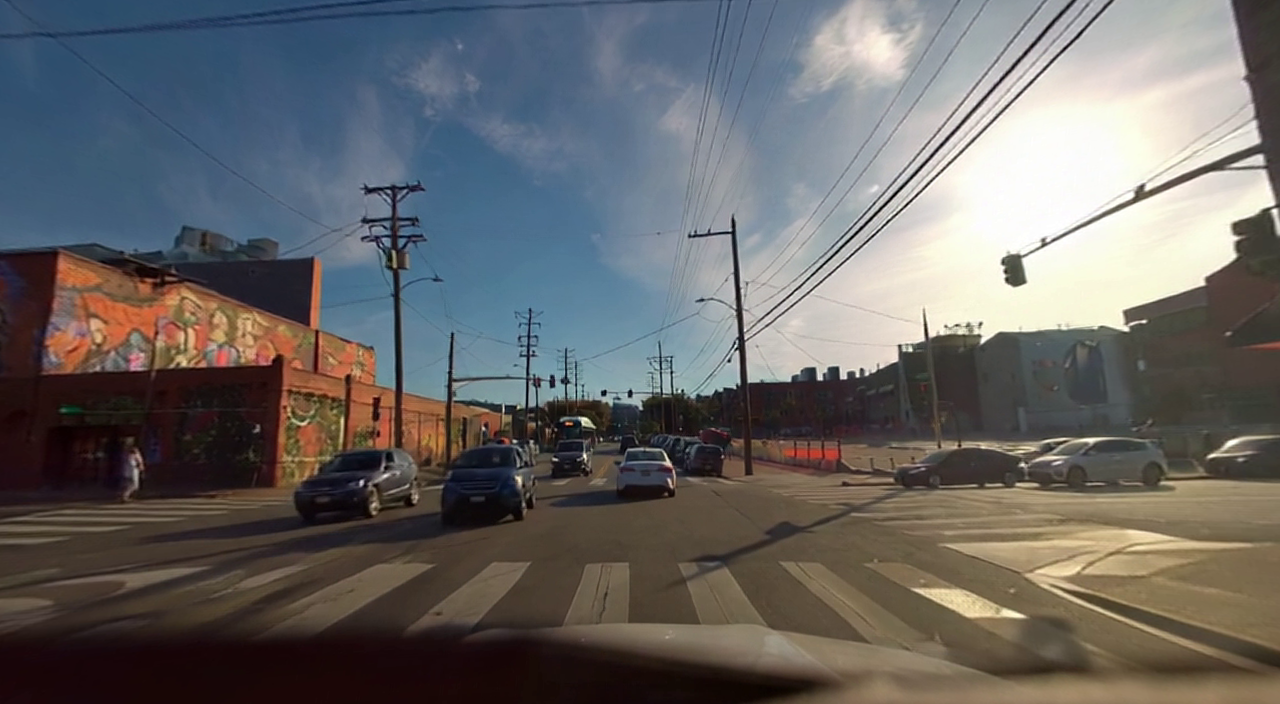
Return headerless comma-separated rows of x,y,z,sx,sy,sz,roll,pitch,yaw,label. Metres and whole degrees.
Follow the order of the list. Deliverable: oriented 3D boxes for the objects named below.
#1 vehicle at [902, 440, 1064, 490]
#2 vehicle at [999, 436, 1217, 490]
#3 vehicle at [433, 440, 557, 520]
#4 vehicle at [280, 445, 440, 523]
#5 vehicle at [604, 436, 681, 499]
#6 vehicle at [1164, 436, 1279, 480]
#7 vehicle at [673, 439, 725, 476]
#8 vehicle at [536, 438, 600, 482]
12.136,4.021,22.599,4.576,1.650,1.980,-1,-9,2,vehicle
14.247,3.399,19.484,5.045,1.527,2.107,0,-9,-1,vehicle
-3.349,3.037,15.451,2.055,1.660,3.954,0,-9,0,vehicle
-7.062,3.350,16.707,1.892,1.706,5.224,0,-9,-1,vehicle
0.038,3.623,20.106,2.190,1.783,4.048,0,-9,-1,vehicle
23.067,4.034,24.158,4.284,1.551,1.909,0,-9,-1,vehicle
2.987,5.486,32.840,2.171,1.751,4.373,0,-10,-1,vehicle
-3.449,5.376,31.693,2.474,1.926,5.823,0,-9,1,vehicle
